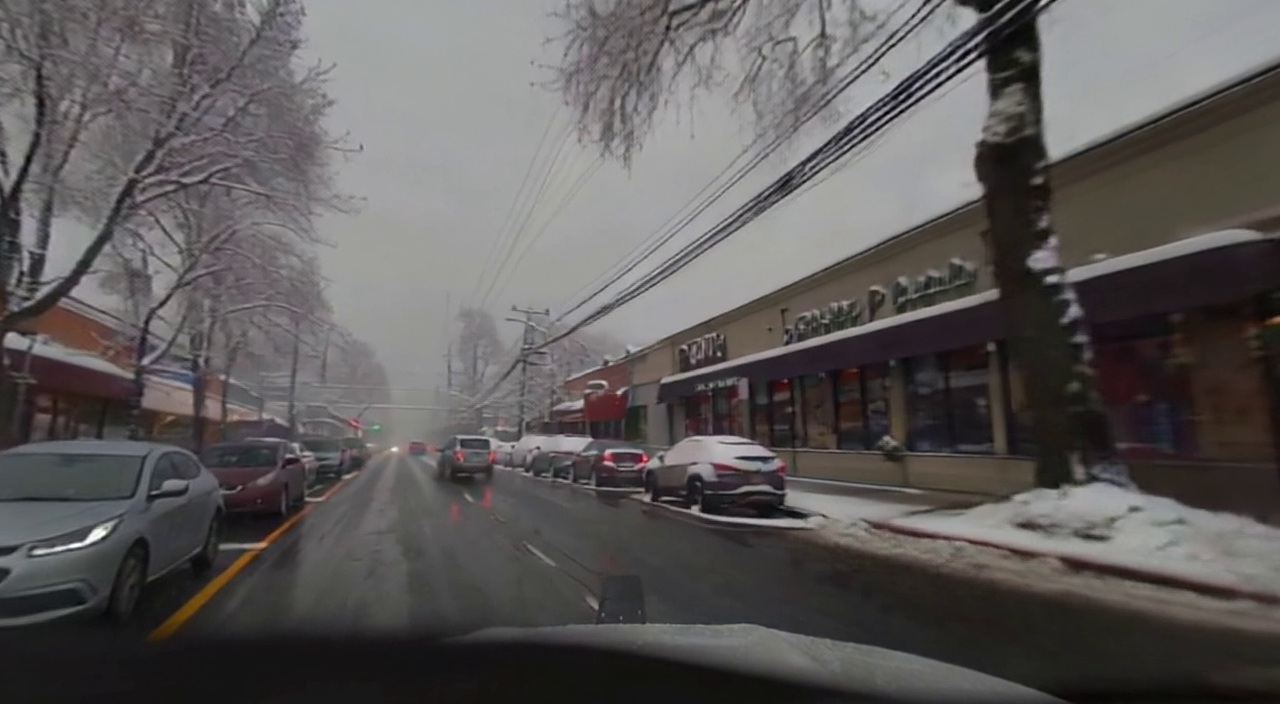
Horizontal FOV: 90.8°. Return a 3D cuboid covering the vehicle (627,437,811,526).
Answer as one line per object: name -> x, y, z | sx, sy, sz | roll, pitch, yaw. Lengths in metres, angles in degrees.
vehicle -> 1.434, 2.664, 13.762 | 2.059, 1.550, 4.703 | 3, -9, -20

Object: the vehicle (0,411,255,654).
vehicle -> -5.649, 1.527, 6.340 | 2.087, 1.646, 4.563 | 3, -9, -20

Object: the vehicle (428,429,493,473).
vehicle -> -8.537, 4.632, 29.786 | 2.440, 1.882, 4.611 | 3, -9, -21

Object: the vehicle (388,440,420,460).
vehicle -> -17.508, 7.258, 46.786 | 2.050, 1.400, 4.666 | 3, -9, -21

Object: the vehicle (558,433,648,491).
vehicle -> -1.340, 3.615, 21.168 | 1.882, 1.704, 4.055 | 3, -9, -20

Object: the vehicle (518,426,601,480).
vehicle -> -3.437, 4.126, 26.070 | 2.243, 1.992, 5.087 | 3, -9, -21
